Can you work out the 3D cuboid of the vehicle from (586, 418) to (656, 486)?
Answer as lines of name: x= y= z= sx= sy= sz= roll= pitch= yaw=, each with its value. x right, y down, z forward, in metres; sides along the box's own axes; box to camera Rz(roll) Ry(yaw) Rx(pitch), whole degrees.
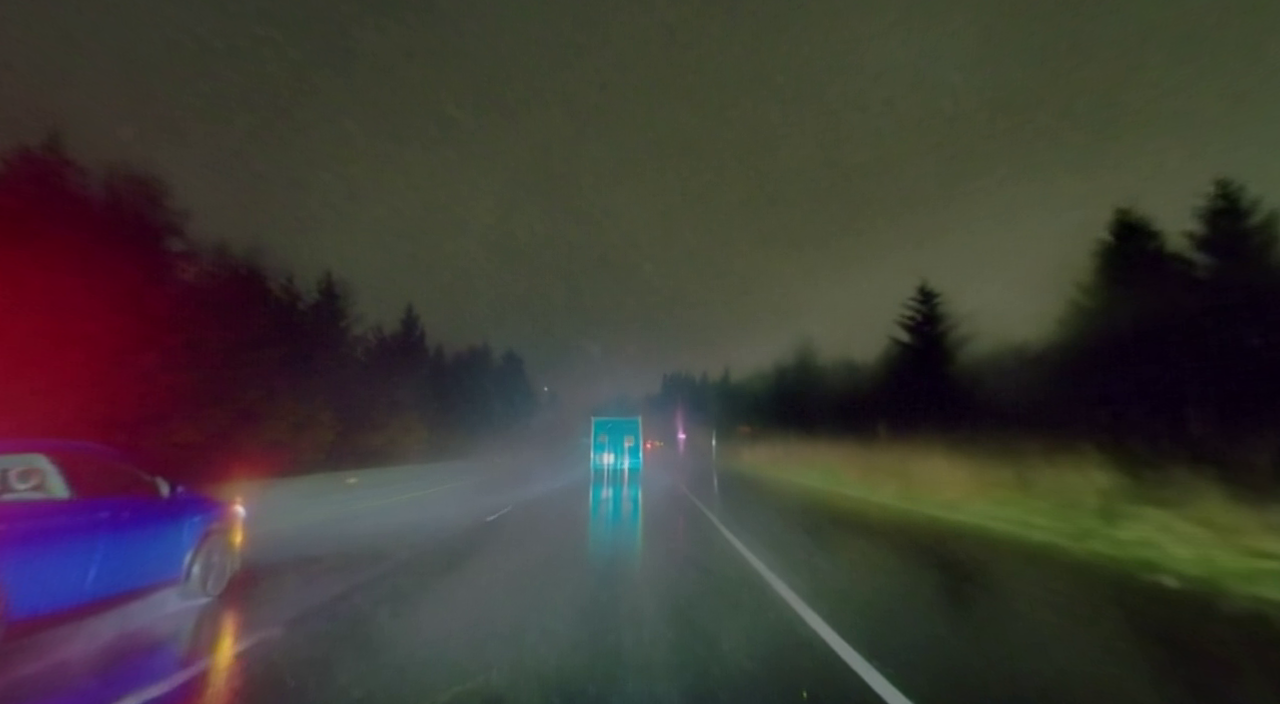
vehicle: x=-0.645 y=3.574 z=22.757 sx=2.248 sy=2.154 sz=4.892 roll=0 pitch=-8 yaw=-1

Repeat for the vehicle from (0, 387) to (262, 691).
vehicle: x=-4.638 y=1.055 z=3.659 sx=2.198 sy=1.666 sz=4.311 roll=0 pitch=-8 yaw=0
